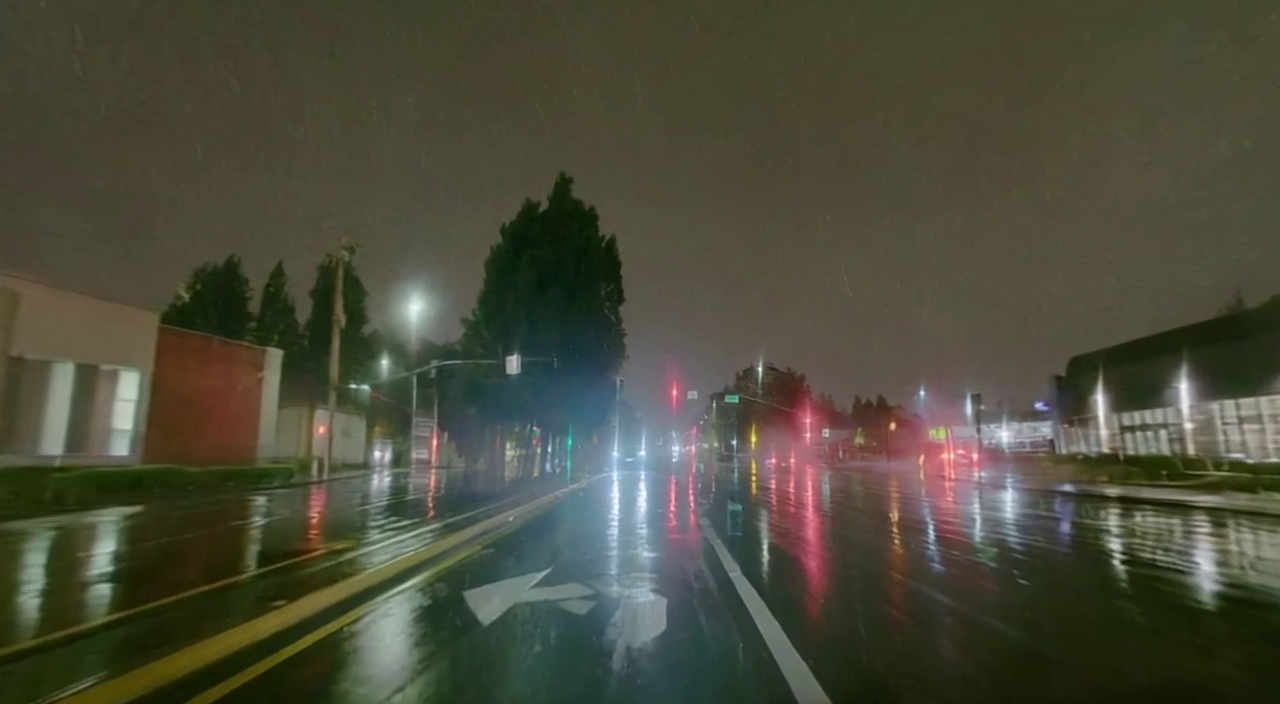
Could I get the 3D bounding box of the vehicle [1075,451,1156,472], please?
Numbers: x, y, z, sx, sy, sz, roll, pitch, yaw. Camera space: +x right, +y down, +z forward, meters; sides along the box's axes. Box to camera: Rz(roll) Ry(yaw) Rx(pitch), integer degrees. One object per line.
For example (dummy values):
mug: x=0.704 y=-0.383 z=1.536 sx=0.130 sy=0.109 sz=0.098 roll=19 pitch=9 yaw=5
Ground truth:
vehicle: x=37.446 y=8.595 z=49.871 sx=1.868 sy=1.566 sz=4.647 roll=5 pitch=-10 yaw=-28

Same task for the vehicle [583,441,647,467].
vehicle: x=-1.794 y=7.165 z=44.567 sx=2.010 sy=1.728 sz=4.408 roll=8 pitch=-12 yaw=-44

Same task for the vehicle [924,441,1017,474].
vehicle: x=23.666 y=7.552 z=45.540 sx=2.195 sy=2.201 sz=5.616 roll=5 pitch=-10 yaw=-26

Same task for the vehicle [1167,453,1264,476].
vehicle: x=40.530 y=7.881 z=44.596 sx=1.790 sy=1.474 sz=4.620 roll=4 pitch=-9 yaw=-25
